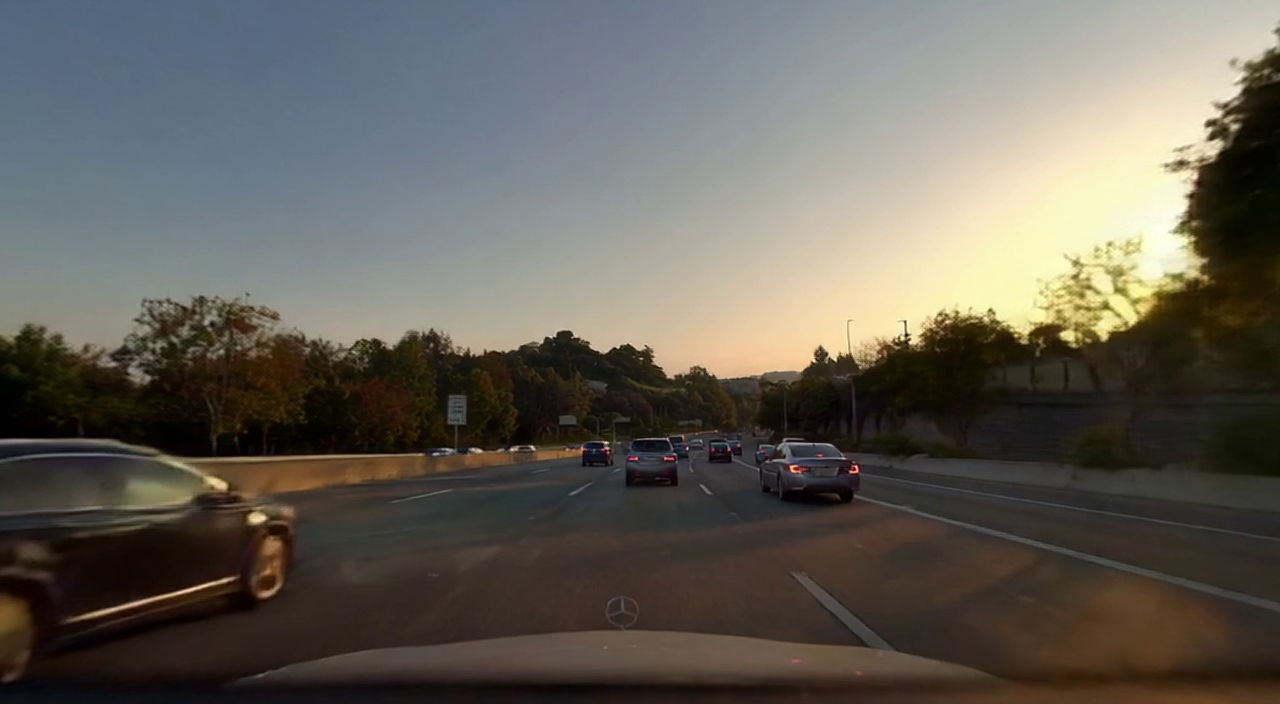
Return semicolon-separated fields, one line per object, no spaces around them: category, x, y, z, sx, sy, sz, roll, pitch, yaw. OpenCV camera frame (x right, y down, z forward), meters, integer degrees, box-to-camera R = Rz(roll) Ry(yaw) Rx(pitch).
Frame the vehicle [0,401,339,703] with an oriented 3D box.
vehicle;-3.798;1.086;3.585;2.012;1.495;4.169;0;-9;1

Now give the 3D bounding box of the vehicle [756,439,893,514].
vehicle;4.180;2.889;15.114;1.999;1.514;4.338;0;-9;0

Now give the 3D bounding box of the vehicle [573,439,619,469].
vehicle;-2.550;6.092;37.627;2.128;1.627;4.697;0;-9;4

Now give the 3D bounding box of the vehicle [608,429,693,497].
vehicle;0.325;3.171;18.289;2.181;1.728;3.970;0;-9;1

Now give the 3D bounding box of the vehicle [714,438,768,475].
vehicle;4.926;5.174;31.354;2.063;1.710;4.591;0;-9;2
